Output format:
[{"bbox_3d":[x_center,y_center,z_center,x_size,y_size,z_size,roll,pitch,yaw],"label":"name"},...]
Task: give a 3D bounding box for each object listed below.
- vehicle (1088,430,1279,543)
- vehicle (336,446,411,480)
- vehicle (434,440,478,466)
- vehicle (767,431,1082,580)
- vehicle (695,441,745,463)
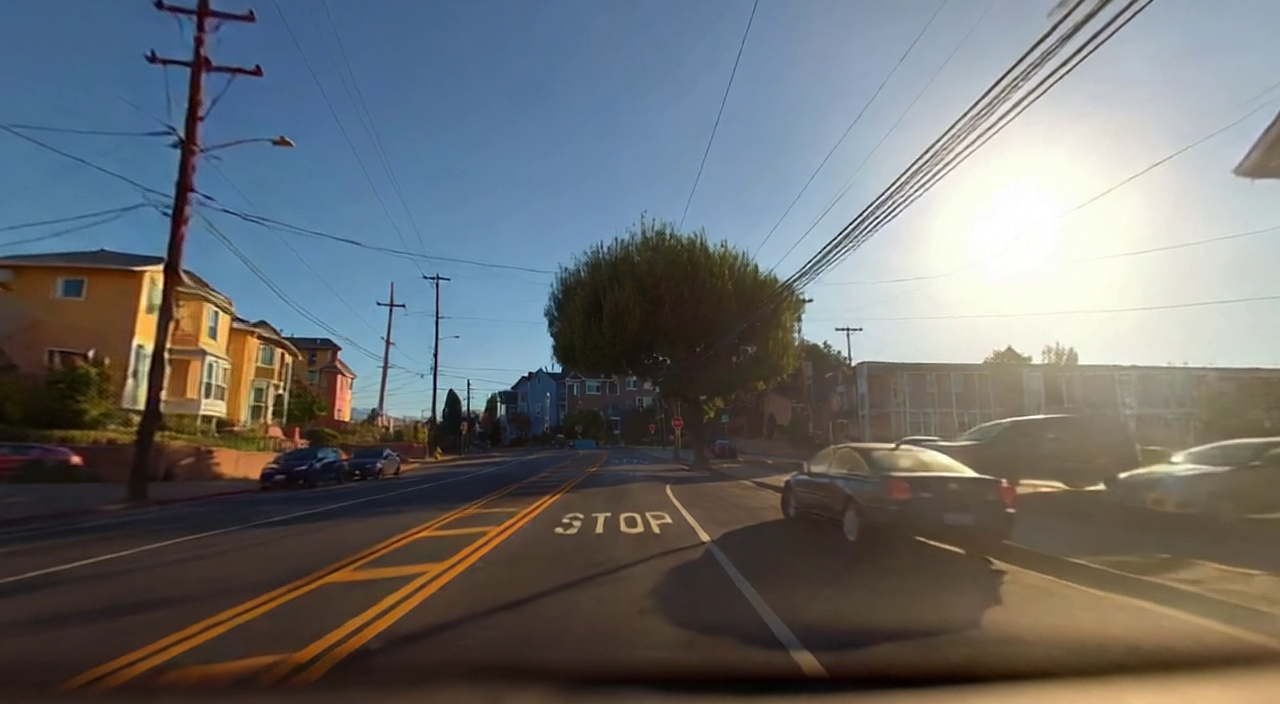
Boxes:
[{"bbox_3d":[9.486,1.870,8.988,4.658,1.465,2.025,-4,-9,24],"label":"vehicle"},{"bbox_3d":[-12.747,5.310,30.534,1.957,1.459,4.913,1,-8,-6],"label":"vehicle"},{"bbox_3d":[-13.640,7.521,47.122,1.940,1.789,5.086,0,-8,-2],"label":"vehicle"},{"bbox_3d":[3.293,1.855,8.623,1.917,1.434,4.733,0,-8,-3],"label":"vehicle"},{"bbox_3d":[5.683,7.205,45.632,2.081,1.496,4.490,2,-9,-14],"label":"vehicle"}]
